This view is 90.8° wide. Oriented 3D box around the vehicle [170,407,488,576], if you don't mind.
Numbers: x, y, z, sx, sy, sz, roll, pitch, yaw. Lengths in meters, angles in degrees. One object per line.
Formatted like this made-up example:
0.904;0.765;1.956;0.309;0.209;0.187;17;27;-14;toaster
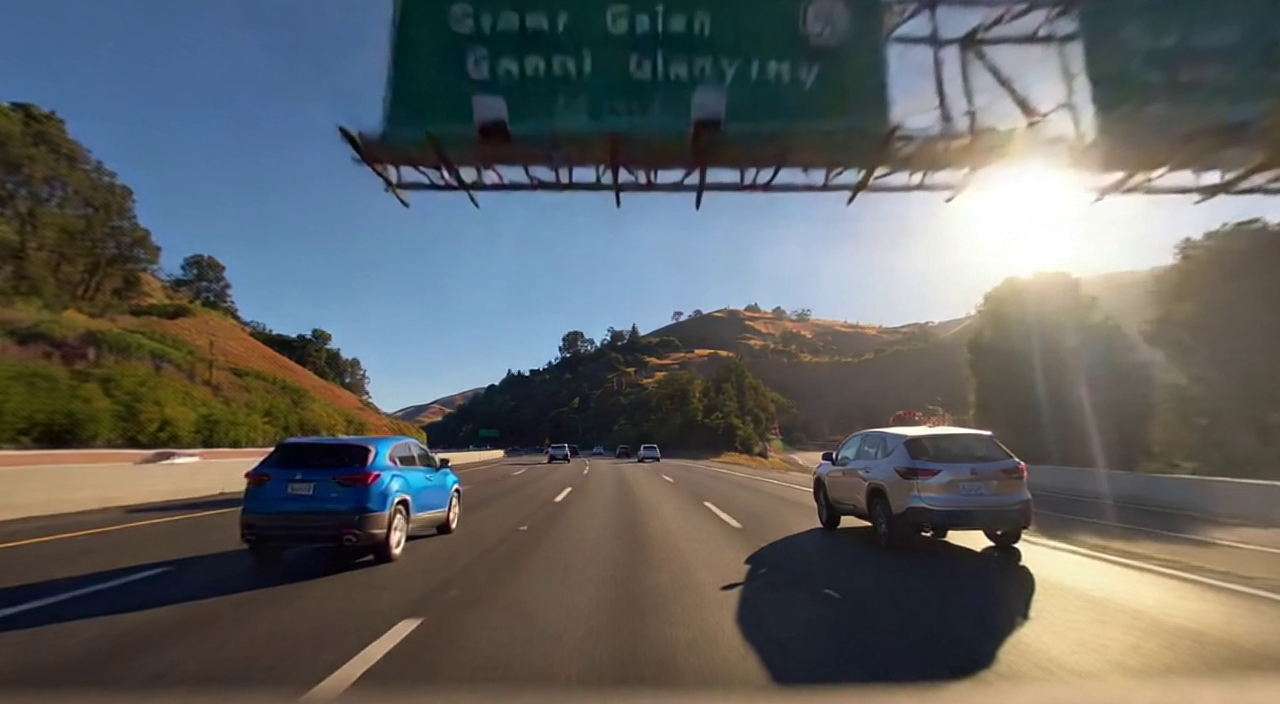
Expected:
-3.835;1.819;9.030;2.213;1.766;4.598;0;-9;-1;vehicle

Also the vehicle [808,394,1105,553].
4.463;1.822;10.076;2.103;1.903;4.837;0;-9;-1;vehicle

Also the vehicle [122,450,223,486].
-29.319;7.274;39.965;2.214;2.067;5.745;0;-9;-3;vehicle
